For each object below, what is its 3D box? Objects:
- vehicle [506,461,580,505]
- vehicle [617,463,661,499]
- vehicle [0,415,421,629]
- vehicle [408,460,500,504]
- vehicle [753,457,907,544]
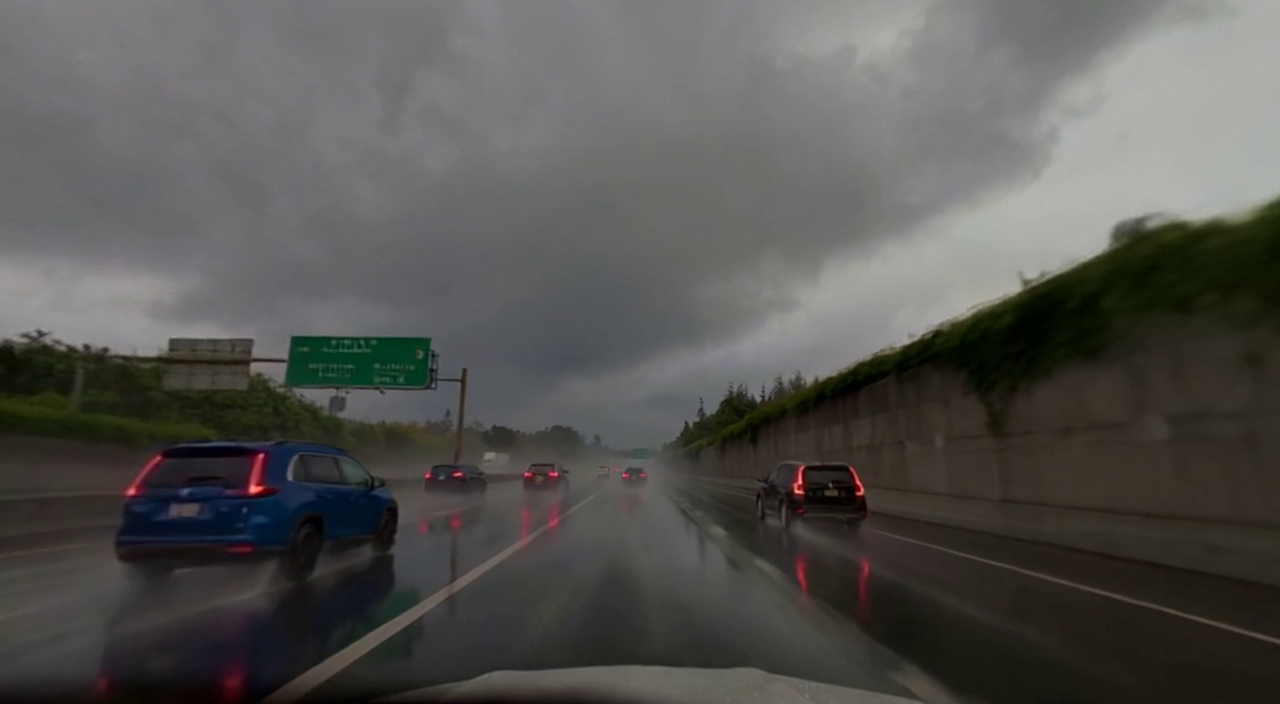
[{"bbox_3d":[-3.677,5.093,24.773,2.102,1.521,4.687,1,-11,1],"label":"vehicle"},{"bbox_3d":[-0.057,6.283,30.948,1.992,1.601,3.762,1,-11,0],"label":"vehicle"},{"bbox_3d":[-4.413,1.803,7.439,2.069,1.699,4.452,1,-11,-1],"label":"vehicle"},{"bbox_3d":[-7.250,5.131,25.117,2.142,1.545,4.708,1,-11,1],"label":"vehicle"},{"bbox_3d":[3.864,3.118,13.661,1.992,1.557,4.017,1,-11,-1],"label":"vehicle"}]
